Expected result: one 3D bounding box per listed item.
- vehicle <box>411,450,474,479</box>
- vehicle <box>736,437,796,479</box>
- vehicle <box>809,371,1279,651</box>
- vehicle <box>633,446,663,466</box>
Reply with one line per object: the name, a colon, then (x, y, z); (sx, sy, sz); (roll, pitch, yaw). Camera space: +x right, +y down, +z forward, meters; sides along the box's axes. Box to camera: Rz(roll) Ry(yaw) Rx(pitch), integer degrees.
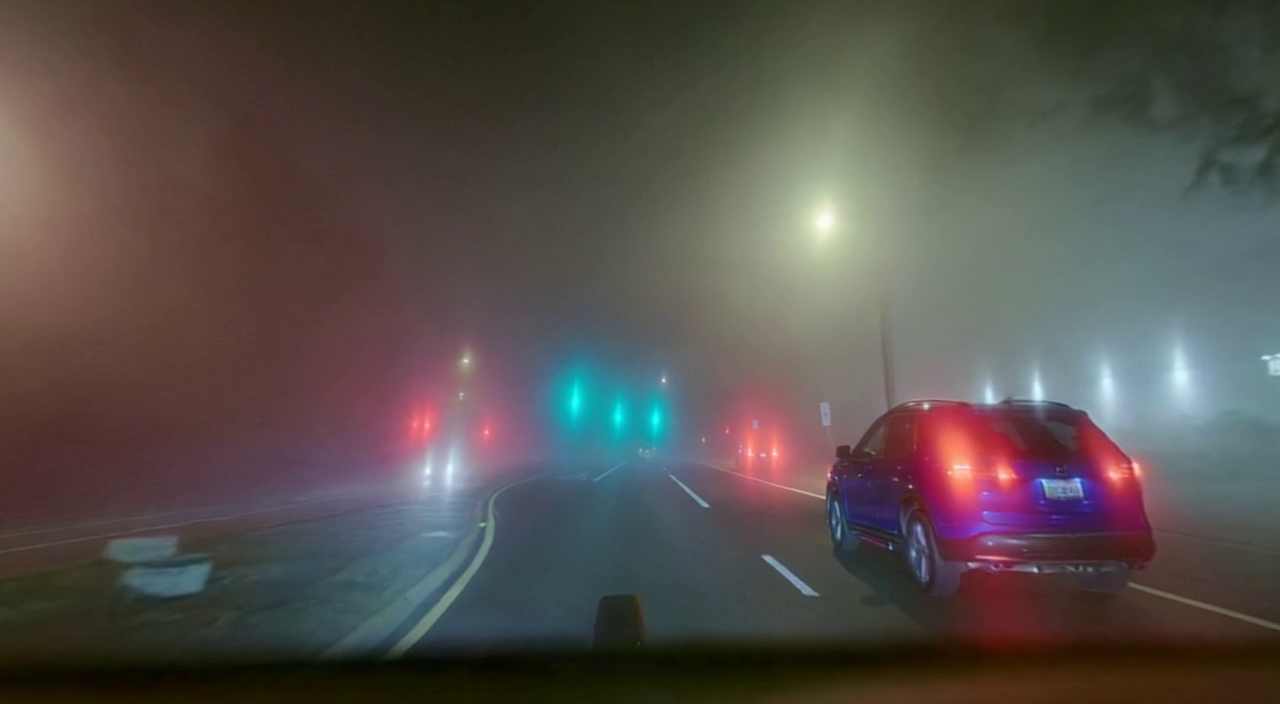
vehicle: (-11.078, 6.339, 35.724); (1.955, 1.507, 4.750); (0, -8, 1)
vehicle: (6.016, 5.130, 30.773); (2.085, 1.828, 5.383); (0, -8, 3)
vehicle: (3.383, 1.384, 6.471); (2.033, 1.865, 4.360); (0, -8, 0)
vehicle: (0.626, 7.959, 48.290); (2.131, 1.474, 4.146); (0, -8, 1)
